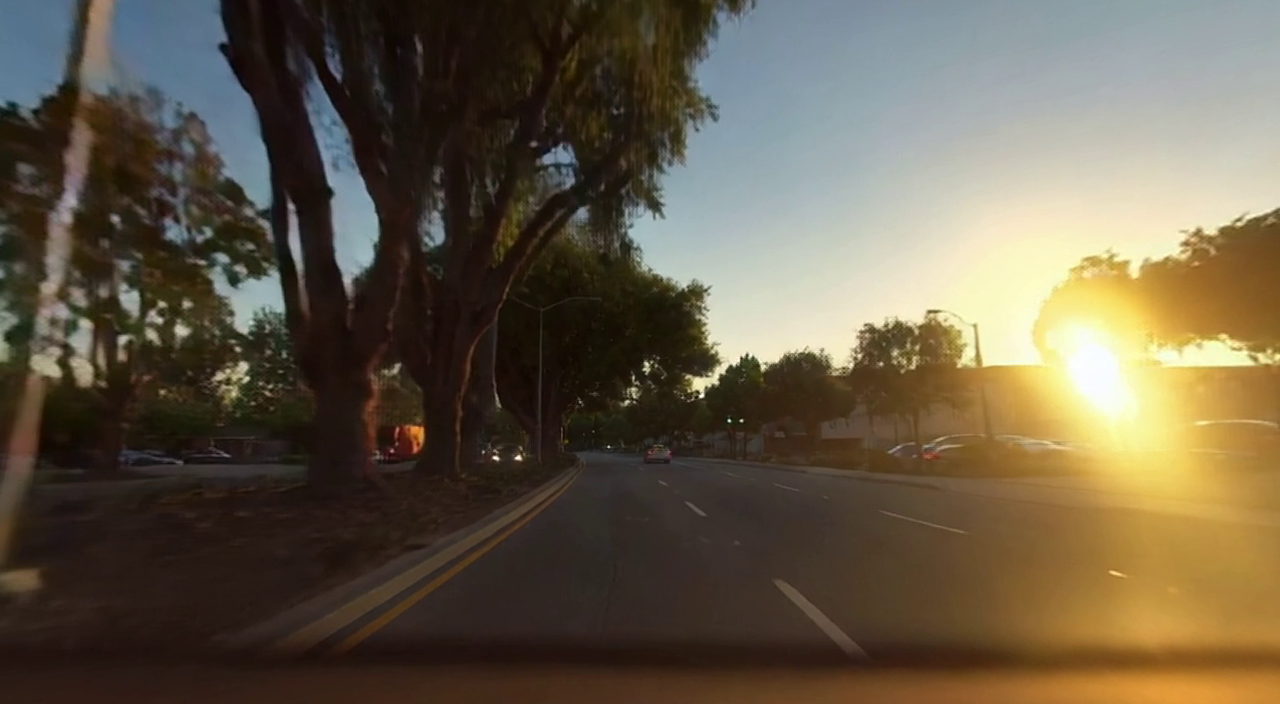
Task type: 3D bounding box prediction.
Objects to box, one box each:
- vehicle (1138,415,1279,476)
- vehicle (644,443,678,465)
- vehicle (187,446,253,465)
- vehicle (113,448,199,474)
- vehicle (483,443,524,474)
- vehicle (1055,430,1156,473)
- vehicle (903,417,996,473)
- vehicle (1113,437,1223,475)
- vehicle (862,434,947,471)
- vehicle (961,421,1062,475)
[{"bbox_3d":[28.974,4.660,31.591,2.248,2.714,6.788,0,-9,-3],"label":"vehicle"},{"bbox_3d":[1.436,7.292,45.196,1.913,1.473,4.360,1,-9,-5],"label":"vehicle"},{"bbox_3d":[-32.473,8.025,48.932,3.768,1.443,1.800,0,-9,-4],"label":"vehicle"},{"bbox_3d":[-31.661,7.128,41.399,3.952,1.462,1.857,2,-6,-6],"label":"vehicle"},{"bbox_3d":[-8.089,6.346,37.845,2.180,1.556,5.130,2,-7,-11],"label":"vehicle"},{"bbox_3d":[22.748,4.887,31.273,2.747,1.912,6.426,-4,-9,25],"label":"vehicle"},{"bbox_3d":[16.290,4.871,33.105,5.908,2.641,2.303,8,-12,-43],"label":"vehicle"},{"bbox_3d":[25.854,5.085,31.139,1.917,1.720,4.071,0,-9,2],"label":"vehicle"},{"bbox_3d":[15.117,5.695,35.937,5.161,1.927,2.464,8,-12,-43],"label":"vehicle"},{"bbox_3d":[18.396,4.718,31.117,2.727,2.396,5.918,-9,-12,44],"label":"vehicle"}]
